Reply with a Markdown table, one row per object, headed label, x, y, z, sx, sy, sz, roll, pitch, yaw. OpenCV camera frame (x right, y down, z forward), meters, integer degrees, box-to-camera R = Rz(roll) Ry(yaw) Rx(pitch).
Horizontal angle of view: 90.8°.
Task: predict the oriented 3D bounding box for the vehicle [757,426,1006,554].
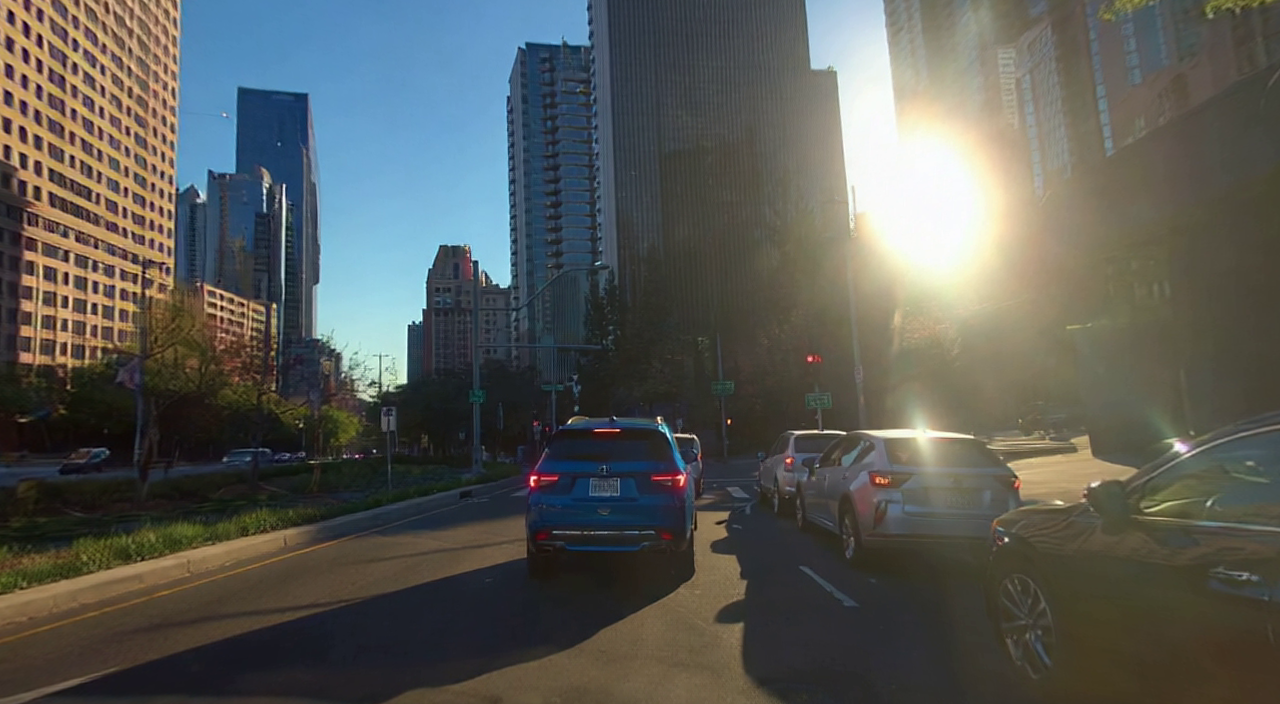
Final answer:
| label | x | y | z | sx | sy | sz | roll | pitch | yaw |
| --- | --- | --- | --- | --- | --- | --- | --- | --- | --- |
| vehicle | 3.287 | 1.978 | 9.823 | 1.941 | 1.482 | 4.632 | 0 | -9 | -2 |

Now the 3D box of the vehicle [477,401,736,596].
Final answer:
| label | x | y | z | sx | sy | sz | roll | pitch | yaw |
| --- | --- | --- | --- | --- | --- | --- | --- | --- | --- |
| vehicle | -0.343 | 1.583 | 7.626 | 2.249 | 1.684 | 4.084 | 0 | -9 | -2 |

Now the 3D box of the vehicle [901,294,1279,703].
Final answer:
| label | x | y | z | sx | sy | sz | roll | pitch | yaw |
| --- | --- | --- | --- | --- | --- | --- | --- | --- | --- |
| vehicle | 2.999 | 0.753 | 2.241 | 2.063 | 1.760 | 4.664 | 0 | -9 | -1 |
